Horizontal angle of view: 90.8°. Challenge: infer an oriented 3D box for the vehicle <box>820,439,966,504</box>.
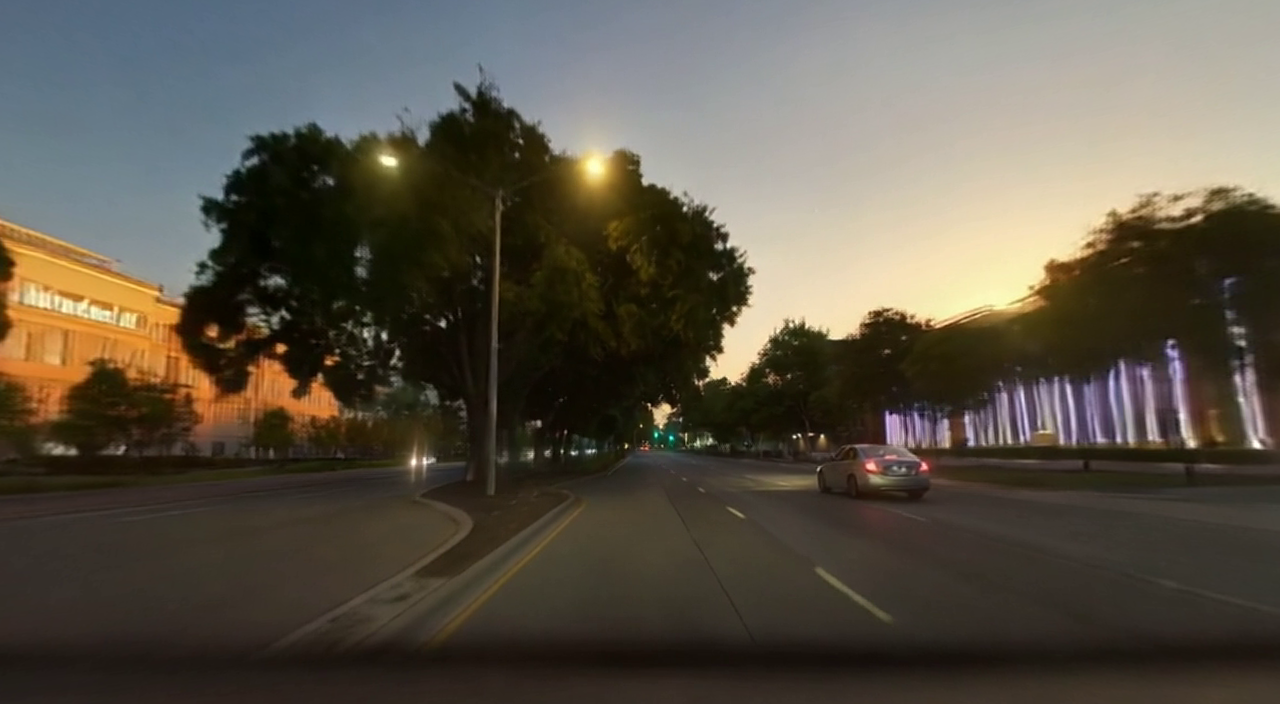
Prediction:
[{"bbox_3d":[6.629,3.158,17.226,1.913,1.504,4.738,0,-9,-1],"label":"vehicle"}]
